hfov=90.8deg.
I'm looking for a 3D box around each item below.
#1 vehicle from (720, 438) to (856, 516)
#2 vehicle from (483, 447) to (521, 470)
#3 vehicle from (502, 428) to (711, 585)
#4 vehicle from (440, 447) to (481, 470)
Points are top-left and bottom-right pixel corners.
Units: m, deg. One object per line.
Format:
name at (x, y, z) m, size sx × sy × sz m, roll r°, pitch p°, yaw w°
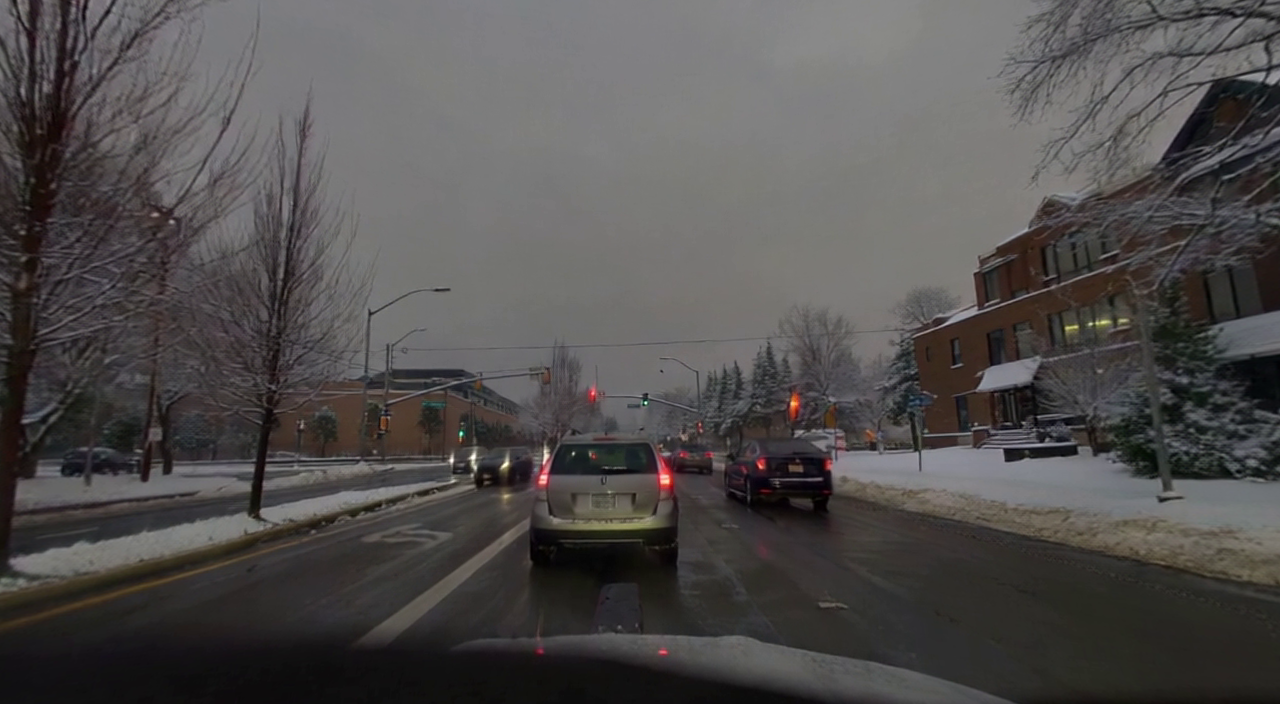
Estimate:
vehicle at (3.133, 2.725, 14.333) m, size 1.910 × 1.474 × 4.263 m, roll 0°, pitch -9°, yaw -2°
vehicle at (-9.391, 7.288, 43.410) m, size 1.824 × 1.513 × 4.254 m, roll 0°, pitch -9°, yaw -2°
vehicle at (-0.355, 1.760, 7.944) m, size 2.006 × 1.487 × 3.535 m, roll 0°, pitch -9°, yaw -1°
vehicle at (-13.767, 8.185, 48.825) m, size 1.985 × 1.689 × 4.461 m, roll 0°, pitch -9°, yaw -2°
